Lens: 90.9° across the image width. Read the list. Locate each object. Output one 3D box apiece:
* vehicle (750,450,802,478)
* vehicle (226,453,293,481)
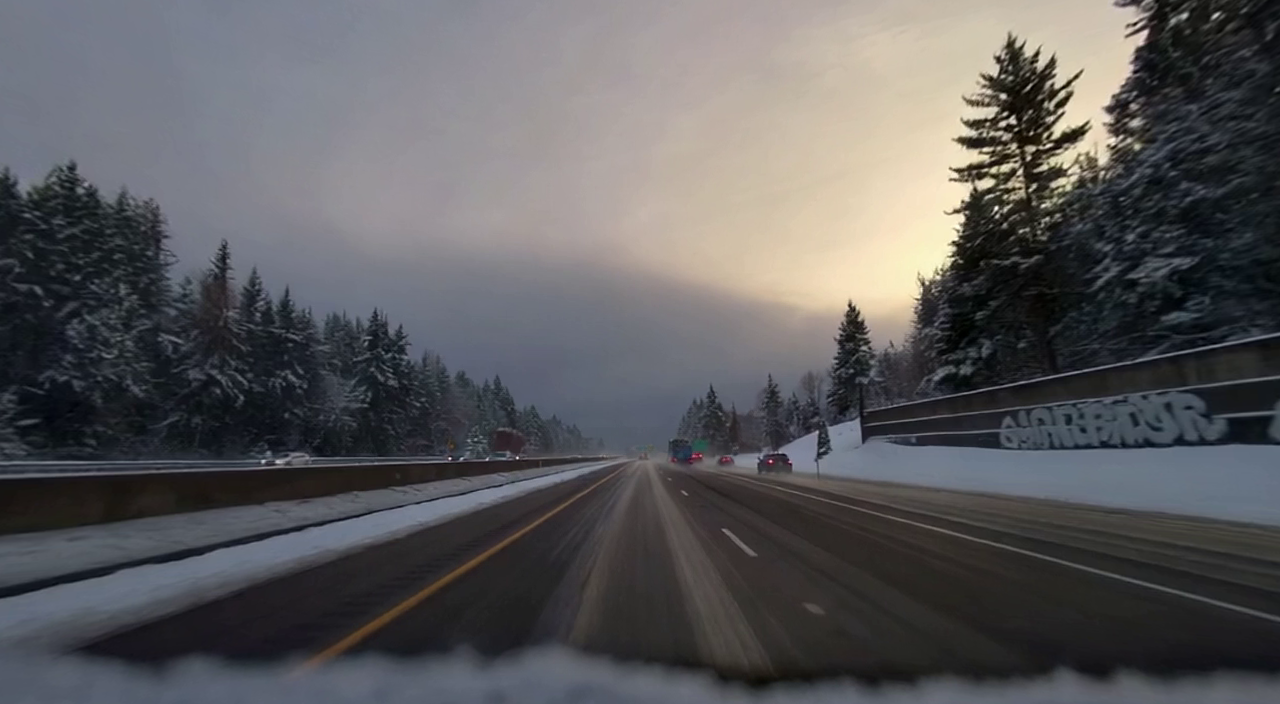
[{"bbox_3d":[7.681,6.346,35.946,1.907,1.495,4.517,0,-9,0],"label":"vehicle"},{"bbox_3d":[-25.100,7.566,41.740,1.943,1.681,4.492,1,-9,-6],"label":"vehicle"}]
